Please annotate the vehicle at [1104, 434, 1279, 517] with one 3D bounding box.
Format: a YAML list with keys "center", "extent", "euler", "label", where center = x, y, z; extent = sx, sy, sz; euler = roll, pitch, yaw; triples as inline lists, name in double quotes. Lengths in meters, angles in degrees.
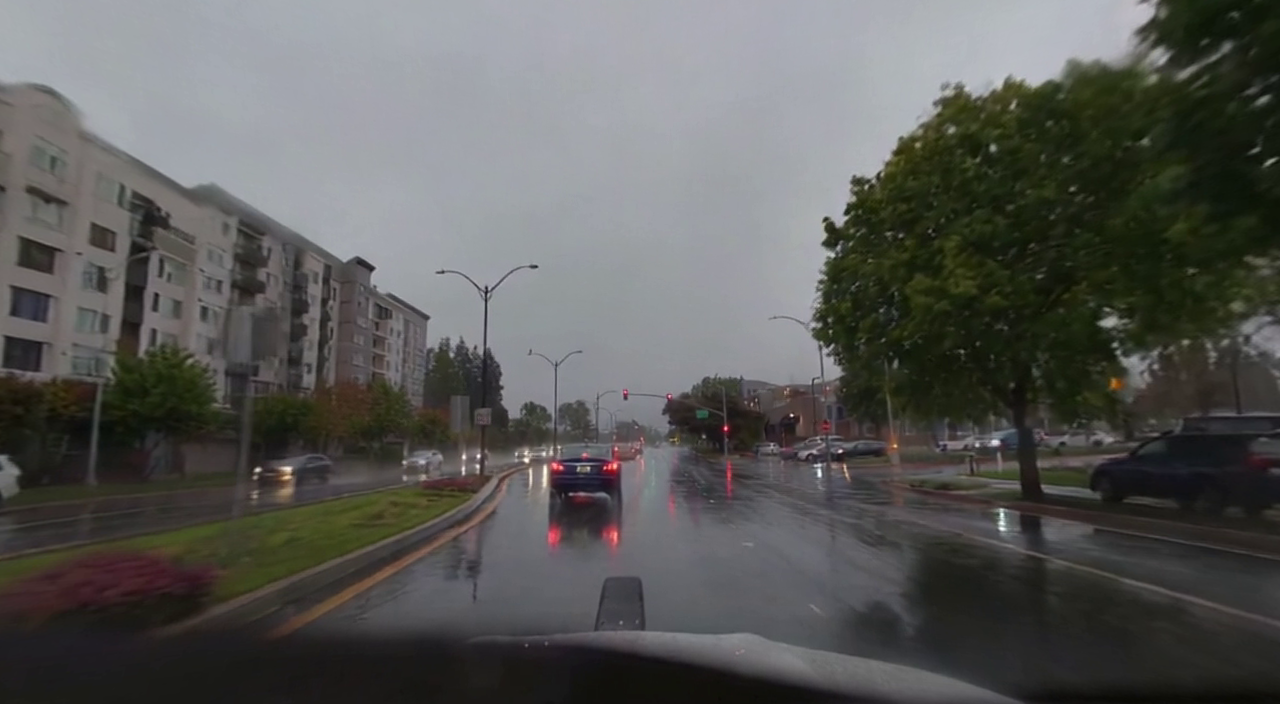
- center: [12.295, 2.432, 12.902]
  extent: [2.062, 1.442, 4.533]
  euler: [0, -8, -2]
  label: "vehicle"

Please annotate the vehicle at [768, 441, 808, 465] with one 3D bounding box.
- center: [11.314, 7.759, 48.638]
  extent: [1.975, 1.677, 4.400]
  euler: [0, -8, 0]
  label: "vehicle"

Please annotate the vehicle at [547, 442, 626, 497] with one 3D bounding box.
- center: [-1.615, 3.530, 19.474]
  extent: [2.144, 1.447, 4.421]
  euler: [0, -8, -4]
  label: "vehicle"

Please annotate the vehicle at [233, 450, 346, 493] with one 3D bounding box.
- center: [-13.523, 4.599, 24.749]
  extent: [1.882, 1.475, 4.522]
  euler: [0, -8, 0]
  label: "vehicle"

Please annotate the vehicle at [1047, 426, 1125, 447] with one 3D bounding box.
- center: [34.881, 6.622, 49.452]
  extent: [4.531, 1.596, 1.929]
  euler: [-1, -8, 2]
  label: "vehicle"

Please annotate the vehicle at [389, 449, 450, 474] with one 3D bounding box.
- center: [-13.912, 6.908, 40.201]
  extent: [2.149, 1.468, 4.707]
  euler: [-1, -8, 1]
  label: "vehicle"
